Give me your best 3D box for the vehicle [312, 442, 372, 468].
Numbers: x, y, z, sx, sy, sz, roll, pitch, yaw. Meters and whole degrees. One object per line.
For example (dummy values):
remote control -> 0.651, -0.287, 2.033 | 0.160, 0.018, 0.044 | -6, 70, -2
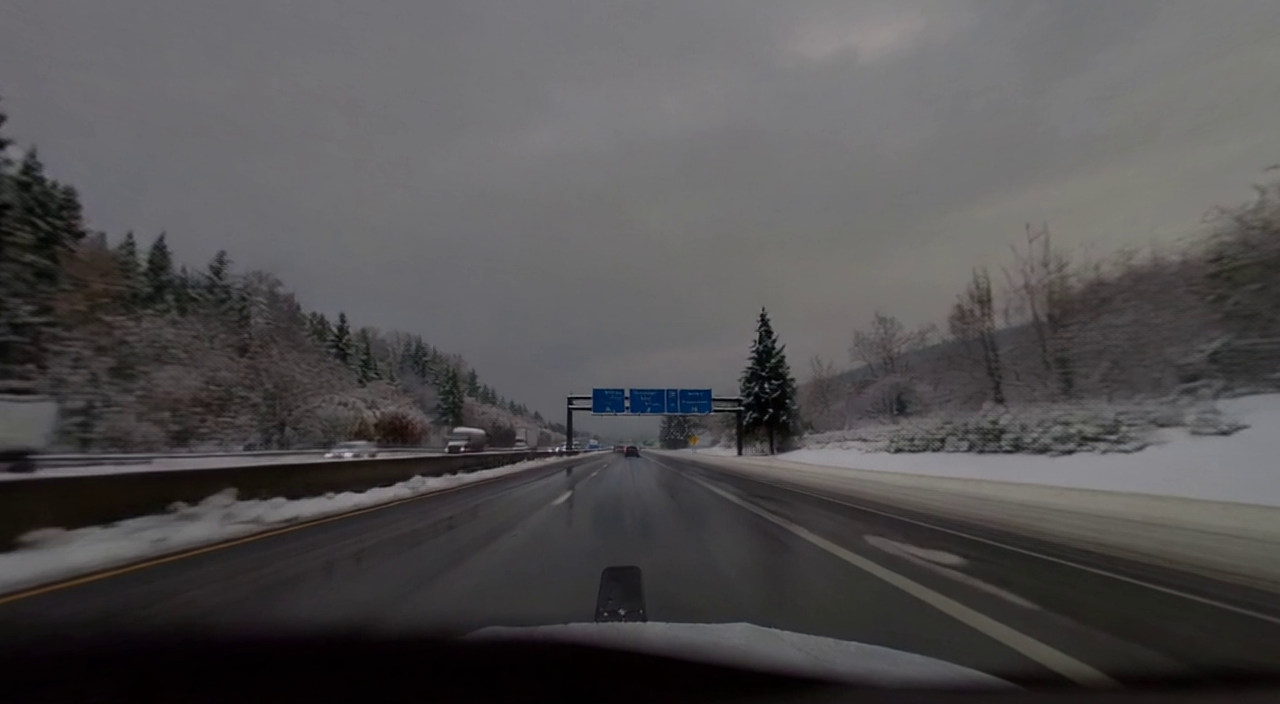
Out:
vehicle -> -16.748, 5.803, 35.578 | 1.645, 1.417, 3.633 | 0, -9, 0
